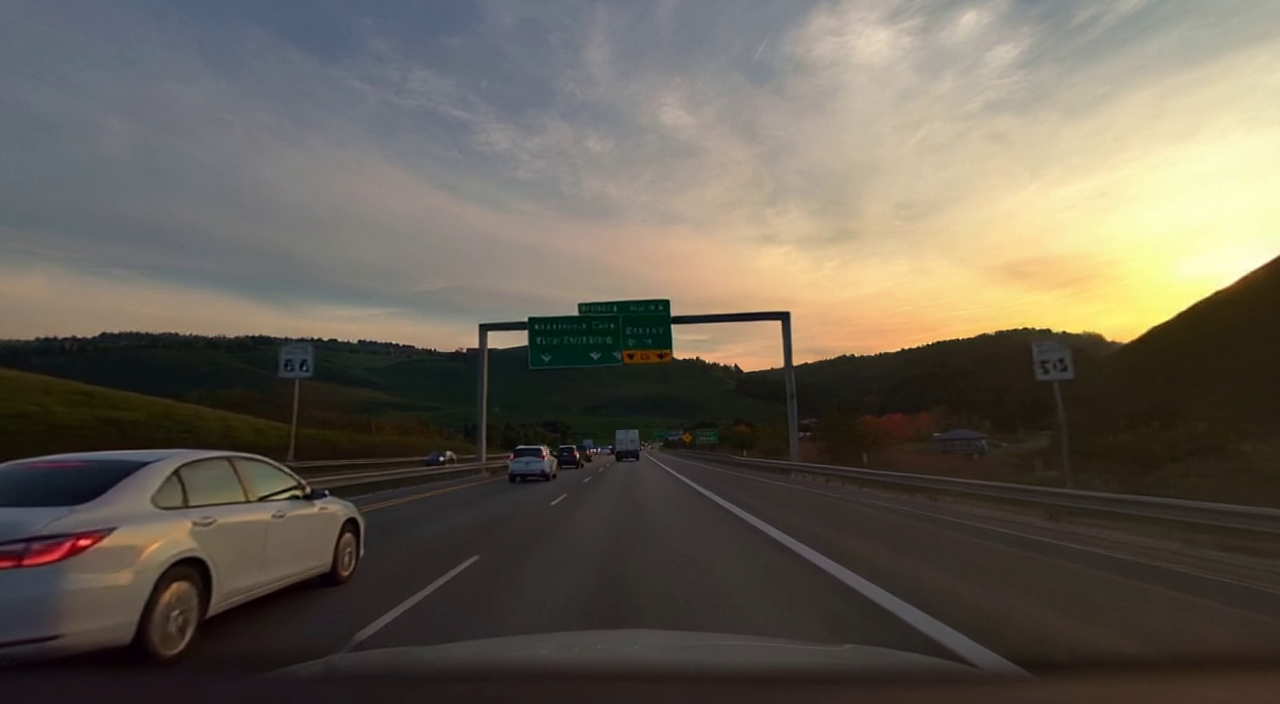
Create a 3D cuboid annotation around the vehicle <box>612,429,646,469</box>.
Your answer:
[{"bbox_3d":[-0.714,6.909,44.749,2.227,2.611,5.900,0,-9,0],"label":"vehicle"}]

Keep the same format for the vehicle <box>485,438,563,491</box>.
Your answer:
[{"bbox_3d":[-4.069,4.025,22.883,2.073,1.694,4.162,0,-9,0],"label":"vehicle"}]

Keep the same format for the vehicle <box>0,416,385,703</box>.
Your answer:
[{"bbox_3d":[-3.775,1.301,4.578,1.988,1.440,4.504,0,-9,-1],"label":"vehicle"}]

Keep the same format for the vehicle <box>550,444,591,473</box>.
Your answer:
[{"bbox_3d":[-4.164,6.424,38.333,2.044,1.624,4.032,0,-9,0],"label":"vehicle"}]
